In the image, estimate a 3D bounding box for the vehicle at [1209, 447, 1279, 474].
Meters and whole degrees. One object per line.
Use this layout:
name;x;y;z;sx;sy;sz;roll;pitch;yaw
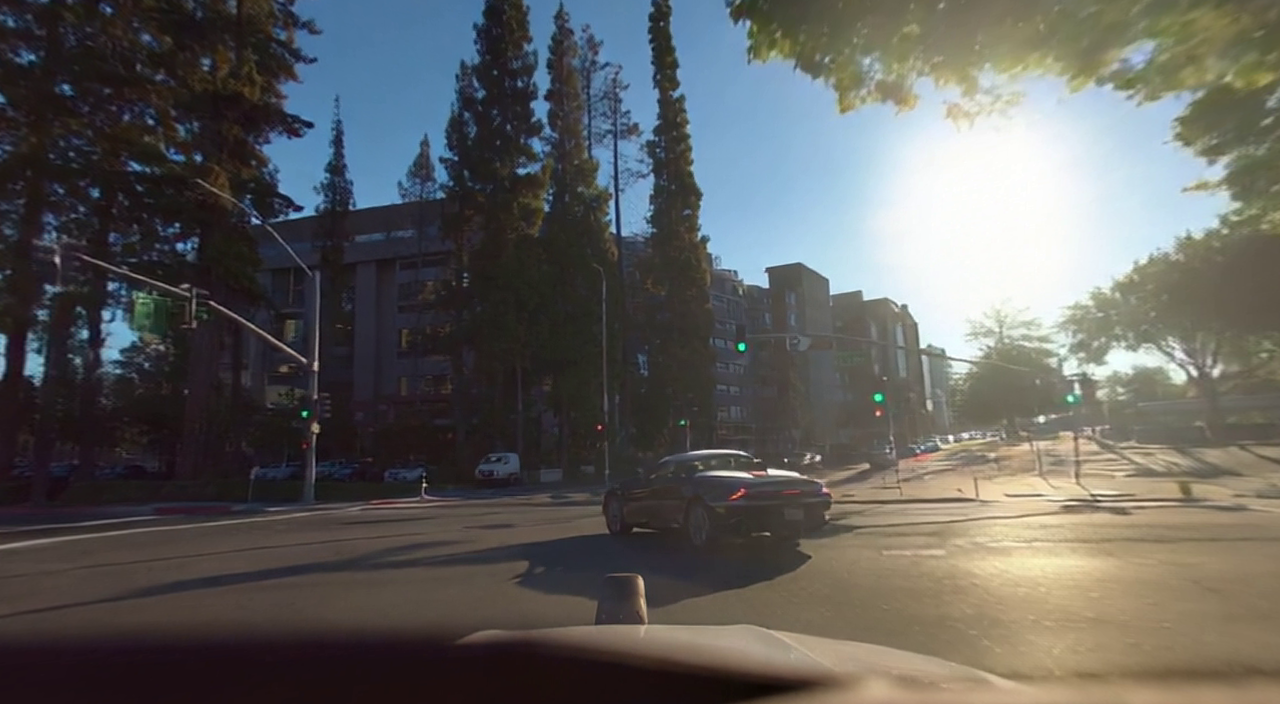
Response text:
vehicle;33.702;5.976;34.854;1.746;1.391;3.360;-1;-9;9

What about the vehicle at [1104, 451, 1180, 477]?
vehicle;28.377;6.309;35.850;1.817;1.361;3.253;-1;-9;7

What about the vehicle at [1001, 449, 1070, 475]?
vehicle;22.827;6.338;36.639;1.970;1.449;3.604;-1;-9;7

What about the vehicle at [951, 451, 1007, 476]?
vehicle;19.952;6.548;37.301;1.704;1.365;3.315;-1;-9;6

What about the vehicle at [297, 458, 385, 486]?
vehicle;-17.261;6.932;36.542;4.207;1.508;1.875;-1;-9;8

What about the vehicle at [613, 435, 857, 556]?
vehicle;1.266;2.194;10.458;1.903;1.529;4.254;4;-10;-25

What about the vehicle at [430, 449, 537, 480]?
vehicle;-9.712;7.004;39.449;6.021;1.868;2.172;-1;-9;6

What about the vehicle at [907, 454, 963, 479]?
vehicle;17.419;6.739;37.424;2.006;1.371;3.426;-1;-9;7

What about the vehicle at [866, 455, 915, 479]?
vehicle;14.782;6.798;37.449;1.692;1.343;3.352;-1;-9;4

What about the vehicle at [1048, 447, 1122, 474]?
vehicle;25.717;6.270;36.640;1.997;1.495;3.504;-1;-9;7

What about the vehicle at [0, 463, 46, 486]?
vehicle;-41.390;8.020;41.288;1.627;1.392;3.330;-1;-9;5

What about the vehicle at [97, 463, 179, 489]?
vehicle;-31.575;7.799;39.872;1.709;1.410;3.945;-1;-9;4

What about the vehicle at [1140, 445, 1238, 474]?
vehicle;30.721;6.009;35.543;2.039;1.501;4.231;-1;-9;8
